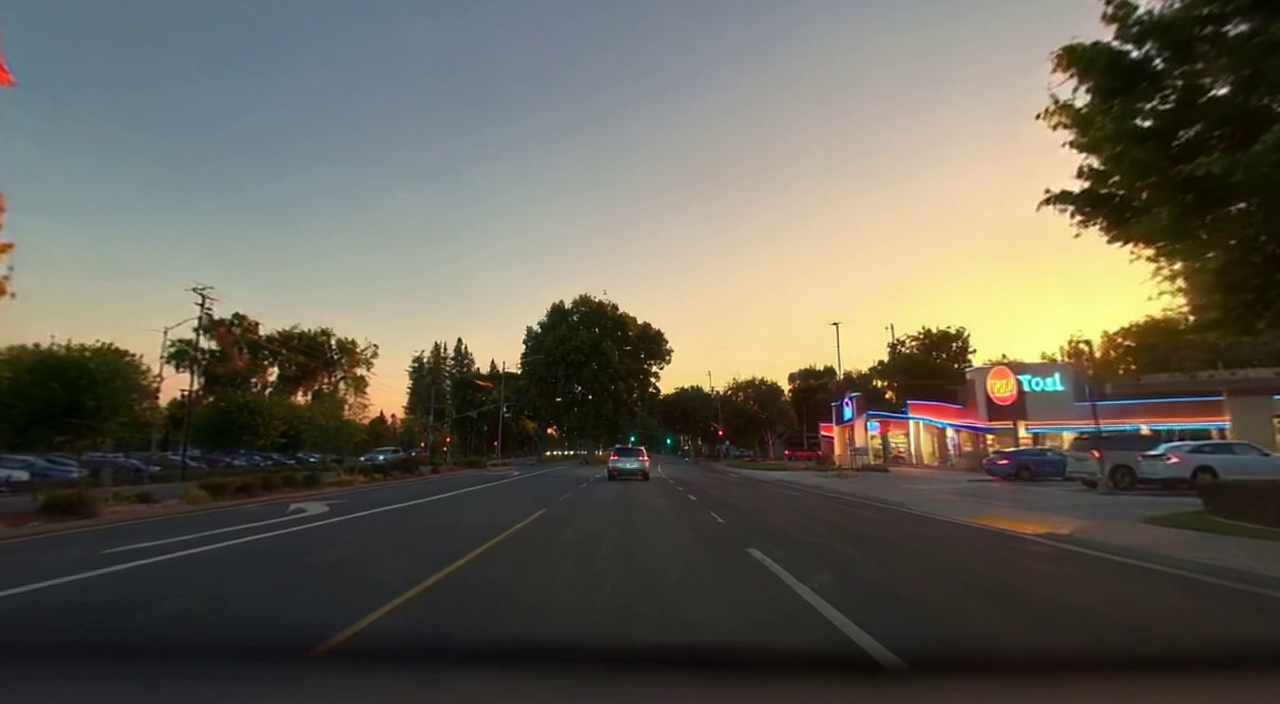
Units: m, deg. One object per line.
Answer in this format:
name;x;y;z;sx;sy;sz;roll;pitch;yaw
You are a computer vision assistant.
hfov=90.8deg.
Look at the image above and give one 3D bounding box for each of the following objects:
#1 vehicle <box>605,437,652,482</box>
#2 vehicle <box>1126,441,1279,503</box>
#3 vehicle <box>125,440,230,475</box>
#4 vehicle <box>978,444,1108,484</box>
vehicle;-0.519;5.074;30.013;2.096;1.961;4.259;0;-9;0
vehicle;16.456;3.290;17.566;4.290;1.617;1.751;0;-9;2
vehicle;-32.787;7.486;45.079;5.508;2.313;2.818;5;-9;-28
vehicle;16.355;4.585;25.794;4.026;1.463;1.826;-1;-10;-2
